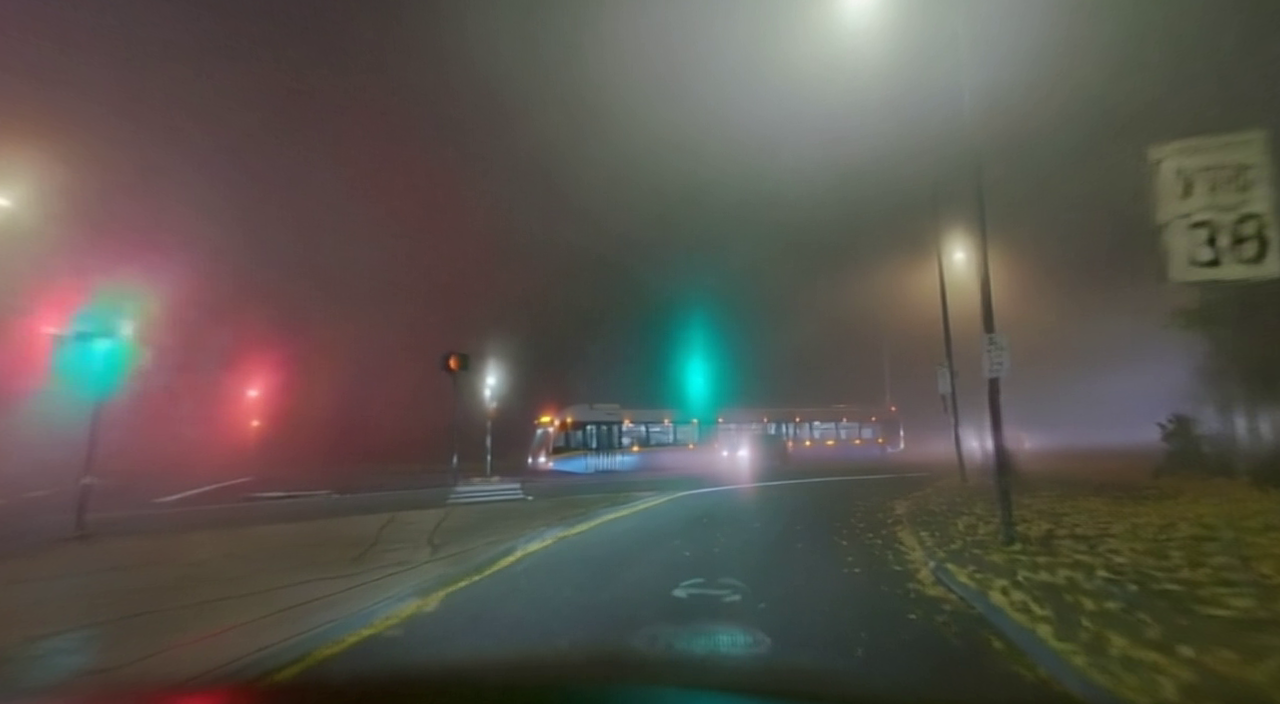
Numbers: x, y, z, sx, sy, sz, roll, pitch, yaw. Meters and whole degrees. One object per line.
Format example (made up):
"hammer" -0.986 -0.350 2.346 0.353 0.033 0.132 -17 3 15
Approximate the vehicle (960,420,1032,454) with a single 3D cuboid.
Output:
"vehicle" 23.211 5.574 40.807 4.386 2.070 2.092 5 -10 -32

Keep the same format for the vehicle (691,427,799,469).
"vehicle" 4.839 4.407 28.758 4.687 1.760 2.028 5 -10 -33

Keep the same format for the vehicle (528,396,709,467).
"vehicle" -1.035 4.730 36.694 10.391 3.725 2.904 5 -10 -30

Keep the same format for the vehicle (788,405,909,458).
"vehicle" 15.879 5.898 47.238 10.068 3.618 2.878 3 -9 -34
